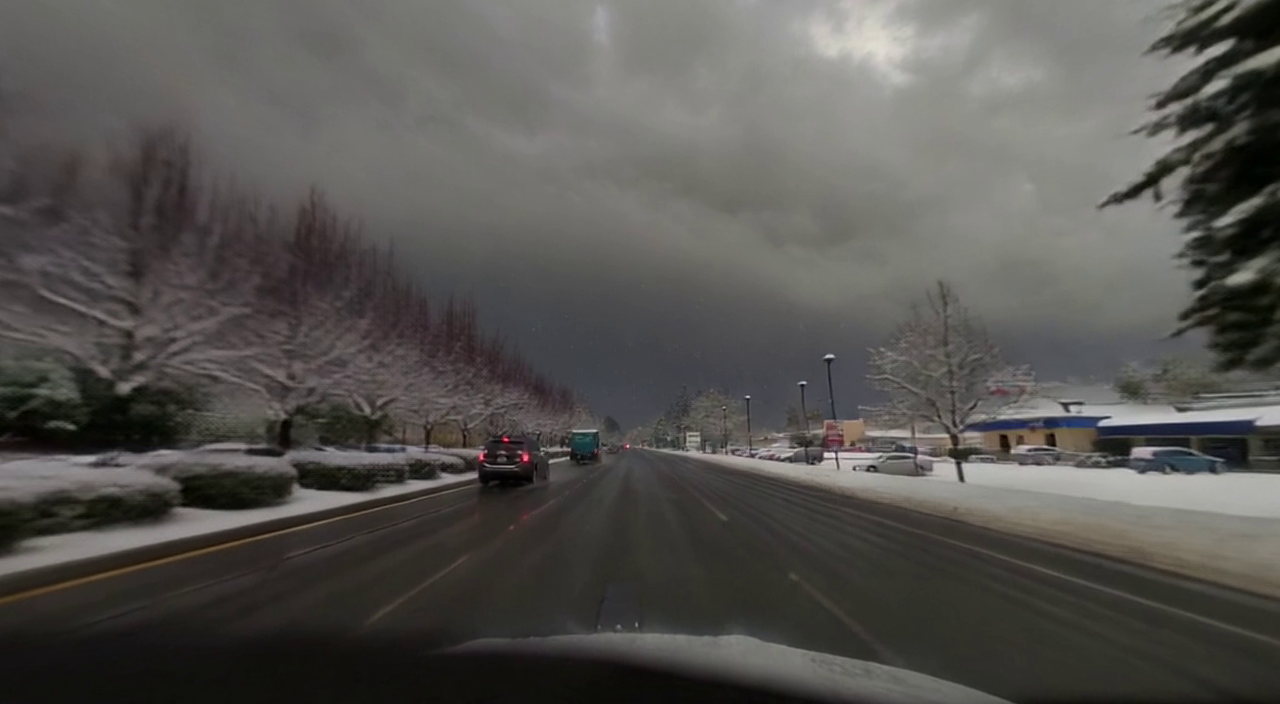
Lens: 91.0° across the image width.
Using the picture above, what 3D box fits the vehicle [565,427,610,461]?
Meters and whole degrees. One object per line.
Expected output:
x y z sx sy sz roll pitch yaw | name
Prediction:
-4.019 7.316 49.971 2.917 2.524 6.990 0 -8 0 | vehicle

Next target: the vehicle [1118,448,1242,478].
28.936 5.960 33.826 4.754 1.499 1.955 0 -8 2 | vehicle

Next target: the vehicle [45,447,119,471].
-37.833 7.257 42.836 1.916 1.475 4.651 3 -9 -17 | vehicle

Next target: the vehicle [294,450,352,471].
-23.183 7.923 46.211 1.885 1.428 4.638 0 -8 -1 | vehicle

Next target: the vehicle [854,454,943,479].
16.264 7.214 39.757 4.723 1.466 2.085 0 -9 -1 | vehicle

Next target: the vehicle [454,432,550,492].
-4.283 3.480 20.252 2.109 1.672 4.256 0 -8 0 | vehicle

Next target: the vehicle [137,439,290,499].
-12.356 3.378 18.611 1.760 1.567 3.930 0 -8 -1 | vehicle
